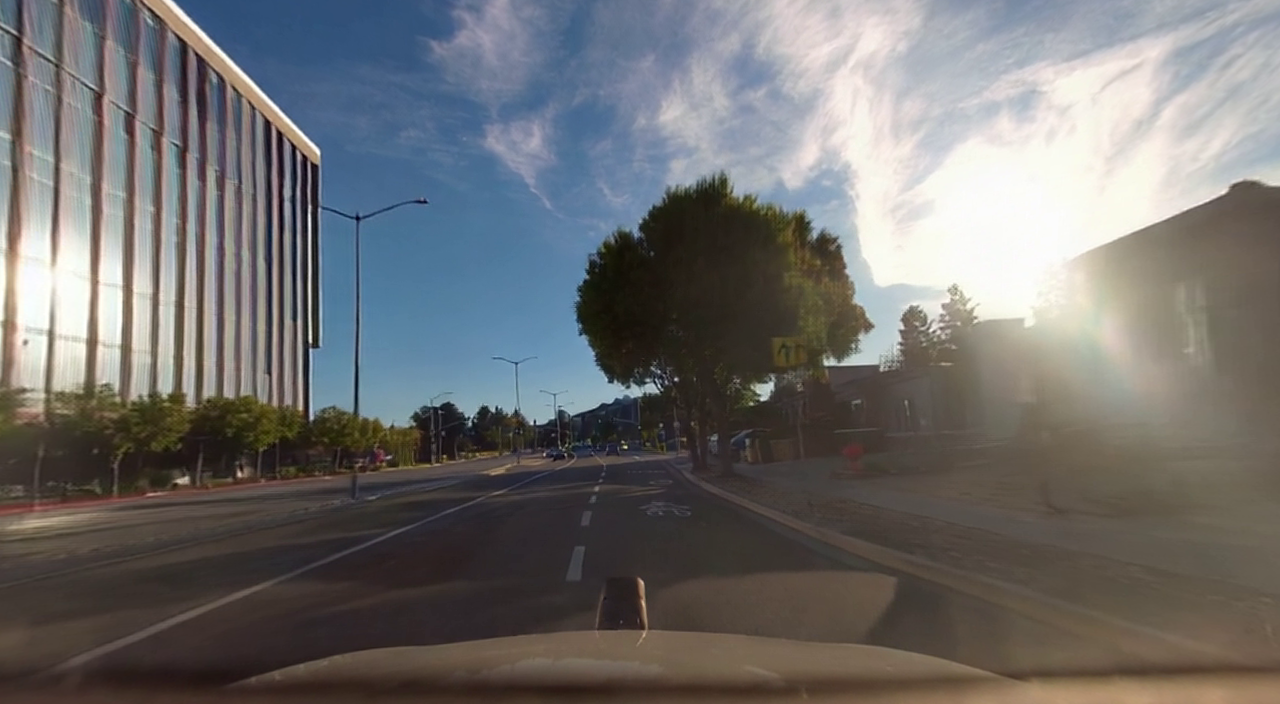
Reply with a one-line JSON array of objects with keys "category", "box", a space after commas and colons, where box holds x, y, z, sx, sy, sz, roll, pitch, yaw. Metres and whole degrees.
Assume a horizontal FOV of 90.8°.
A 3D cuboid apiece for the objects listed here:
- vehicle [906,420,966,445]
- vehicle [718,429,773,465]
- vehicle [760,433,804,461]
[{"category": "vehicle", "box": [19.411, 5.353, 41.655, 1.890, 1.492, 4.494, 0, -8, 1]}, {"category": "vehicle", "box": [6.035, 5.535, 36.857, 2.160, 1.944, 5.086, 0, -9, -2]}, {"category": "vehicle", "box": [8.364, 5.641, 37.511, 1.842, 1.535, 3.638, 0, -9, 2]}]
